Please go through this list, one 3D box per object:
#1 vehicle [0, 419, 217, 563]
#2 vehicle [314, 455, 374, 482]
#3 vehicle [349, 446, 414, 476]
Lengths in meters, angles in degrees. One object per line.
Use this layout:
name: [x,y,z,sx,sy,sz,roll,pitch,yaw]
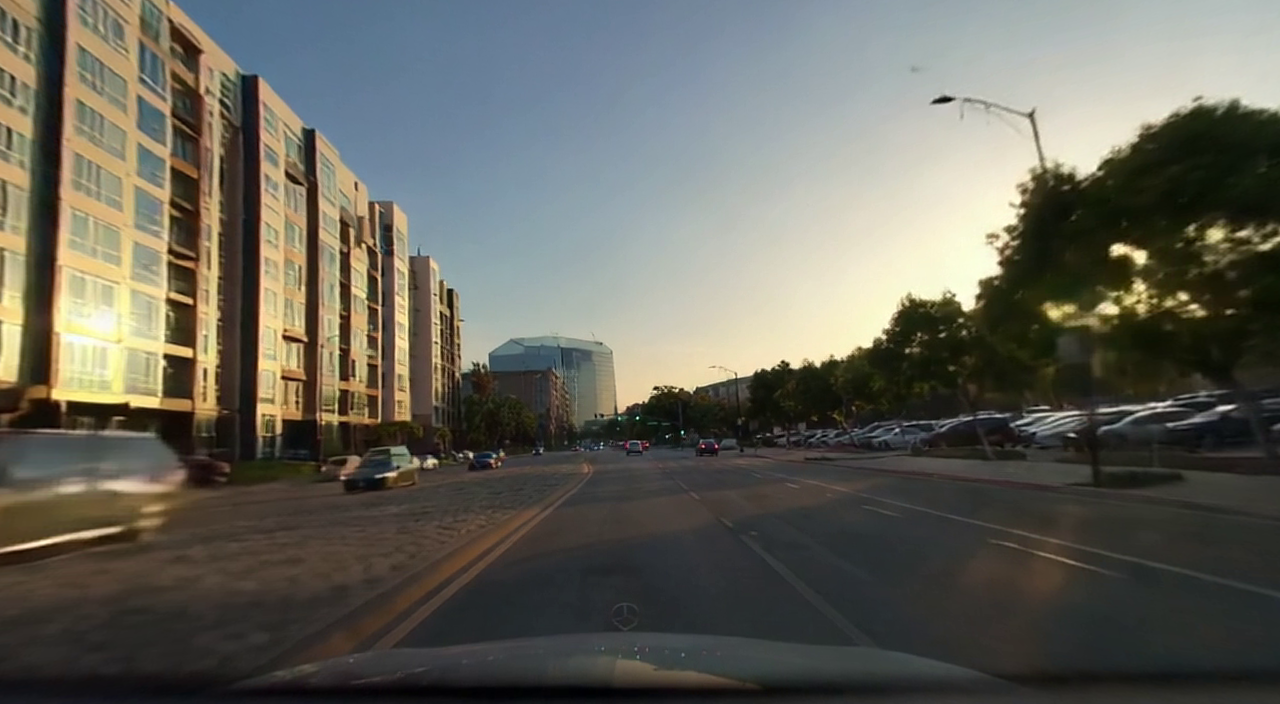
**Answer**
vehicle: [-8.990,1.972,9.472,2.002,1.780,4.687,0,-9,0]
vehicle: [-19.332,7.630,41.488,1.869,1.606,4.617,0,-9,-2]
vehicle: [-19.489,8.244,48.040,2.373,2.077,6.457,0,-9,-2]
